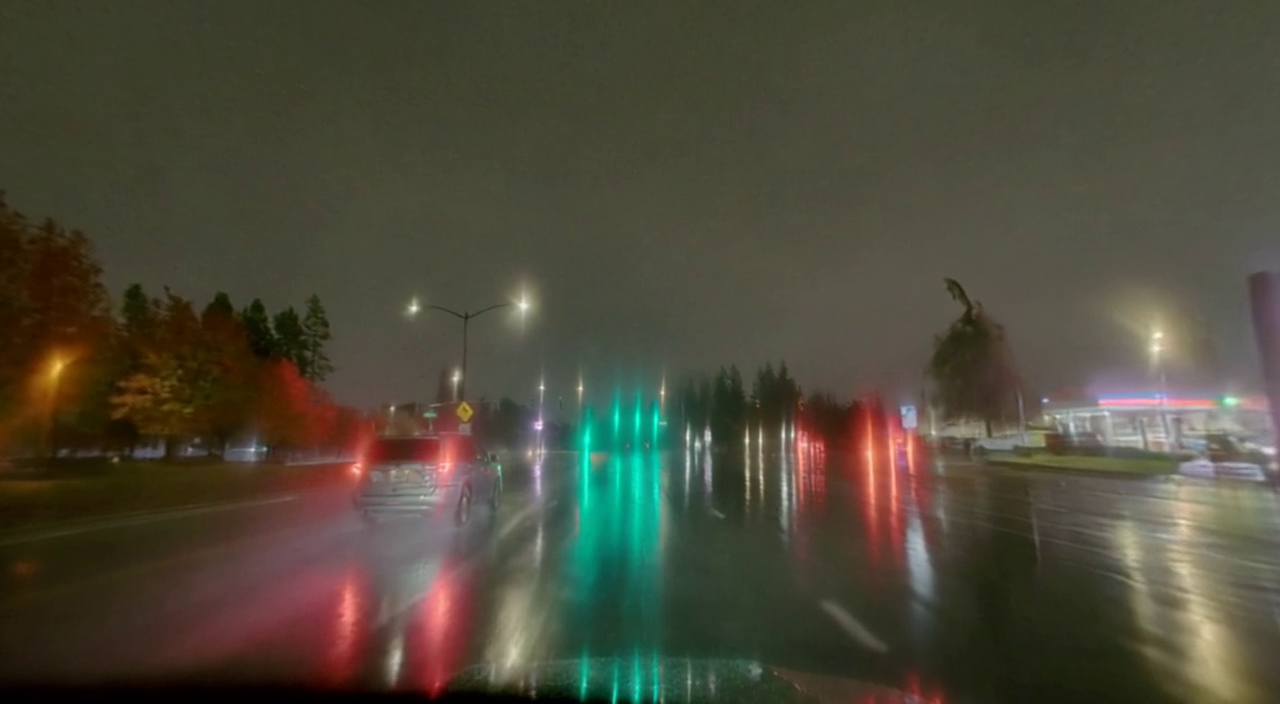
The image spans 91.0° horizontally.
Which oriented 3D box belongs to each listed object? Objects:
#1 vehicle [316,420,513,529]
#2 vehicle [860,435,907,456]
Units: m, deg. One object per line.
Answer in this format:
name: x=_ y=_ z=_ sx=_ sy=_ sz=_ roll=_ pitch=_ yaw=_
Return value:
vehicle: x=-3.953 y=2.238 z=12.085 sx=2.039 sy=1.656 sz=4.710 roll=0 pitch=-9 yaw=0
vehicle: x=18.262 y=7.037 z=47.436 sx=1.831 sy=1.442 sz=5.072 roll=-1 pitch=-9 yaw=4
